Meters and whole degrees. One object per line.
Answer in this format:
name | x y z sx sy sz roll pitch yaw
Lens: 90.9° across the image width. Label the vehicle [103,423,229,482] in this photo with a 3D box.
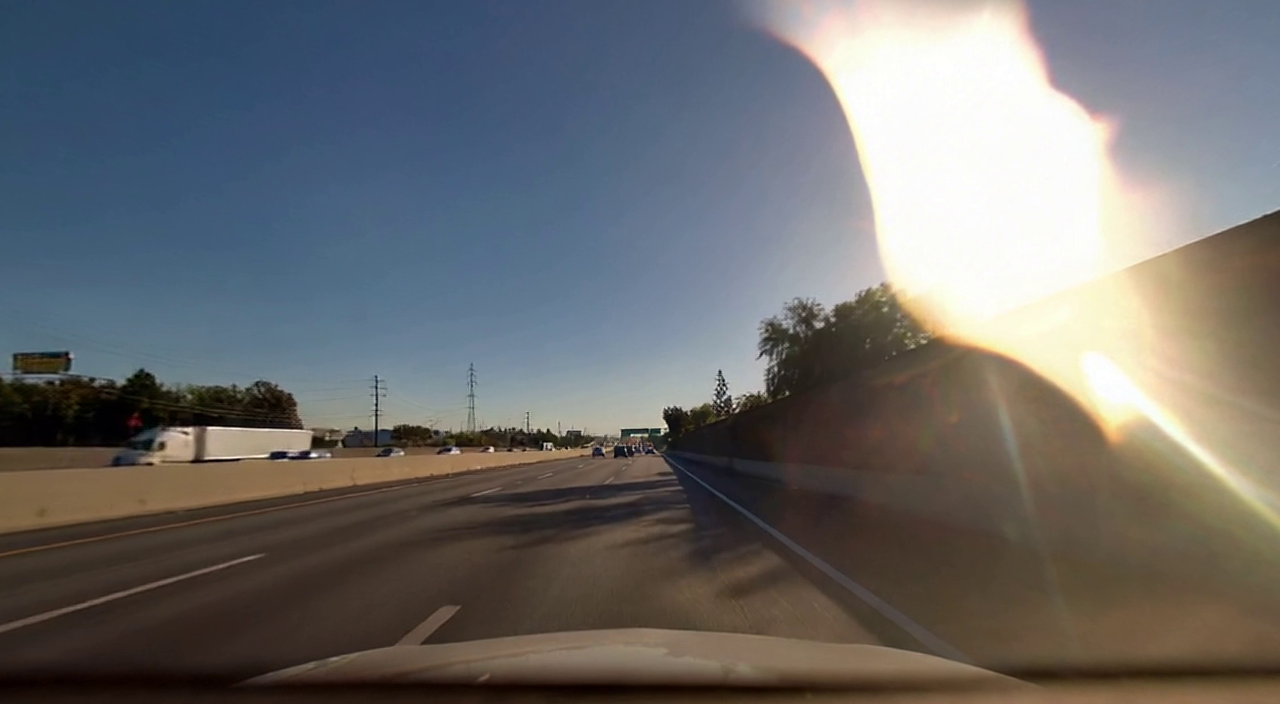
vehicle | -35.860 7.651 48.294 3.059 4.015 8.256 0 -8 0
